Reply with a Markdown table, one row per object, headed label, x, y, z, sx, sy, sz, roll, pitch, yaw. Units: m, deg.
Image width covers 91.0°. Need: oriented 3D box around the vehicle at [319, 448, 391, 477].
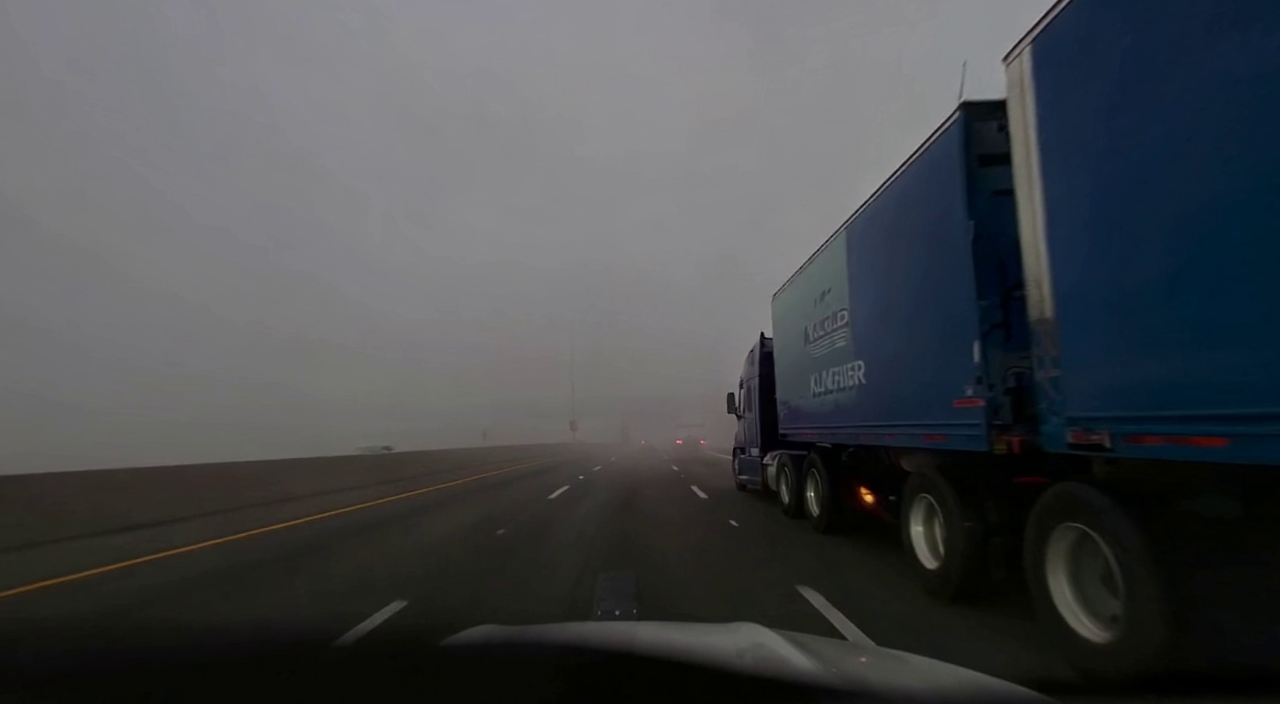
| label | x | y | z | sx | sy | sz | roll | pitch | yaw |
| --- | --- | --- | --- | --- | --- | --- | --- | --- | --- |
| vehicle | -15.869 | 6.147 | 35.325 | 2.019 | 1.431 | 4.362 | -1 | -8 | 0 |
